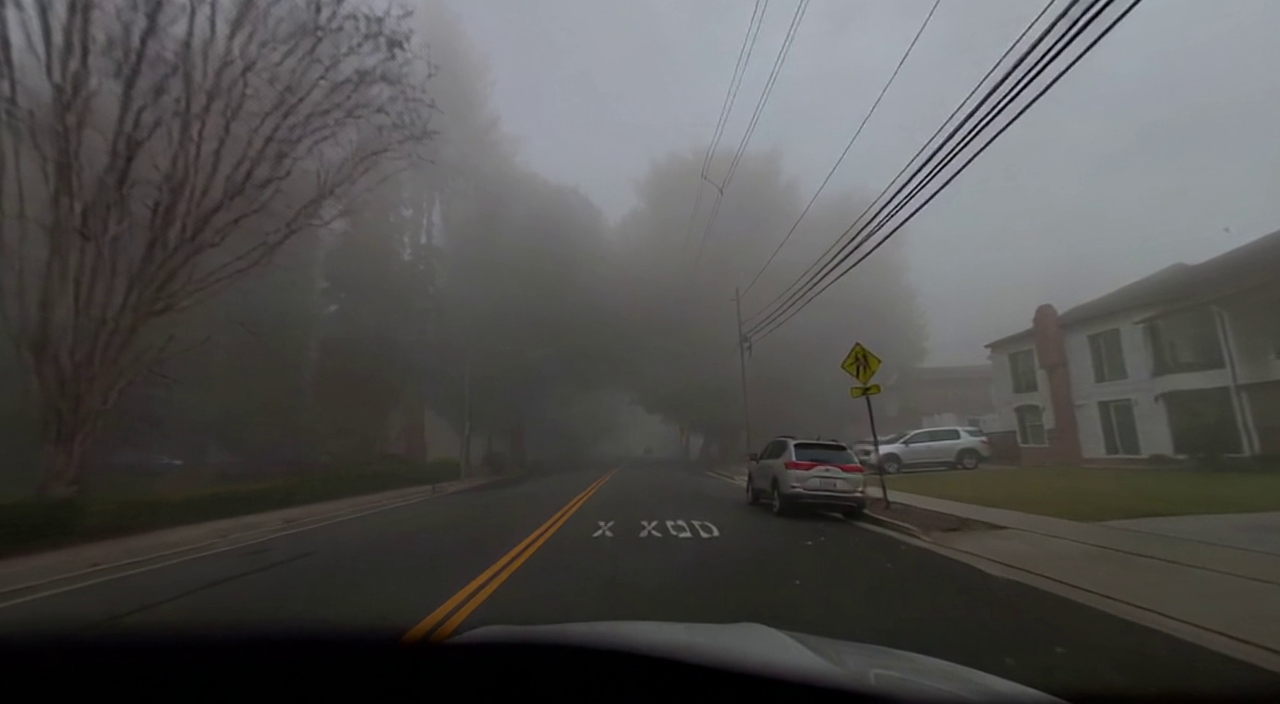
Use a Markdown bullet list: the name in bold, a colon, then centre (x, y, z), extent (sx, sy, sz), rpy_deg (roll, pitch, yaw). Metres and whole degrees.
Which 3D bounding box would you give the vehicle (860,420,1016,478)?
- **vehicle**: centre (10.520, 3.452, 22.553), extent (4.512, 1.793, 1.908), rpy_deg (-2, -8, -2)

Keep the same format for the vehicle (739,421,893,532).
- **vehicle**: centre (3.426, 2.497, 13.171), extent (1.949, 1.807, 4.224), rpy_deg (3, -9, -1)

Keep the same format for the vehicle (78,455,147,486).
- **vehicle**: centre (-29.058, 6.459, 34.738), extent (4.558, 1.495, 1.925), rpy_deg (-7, -11, 38)
